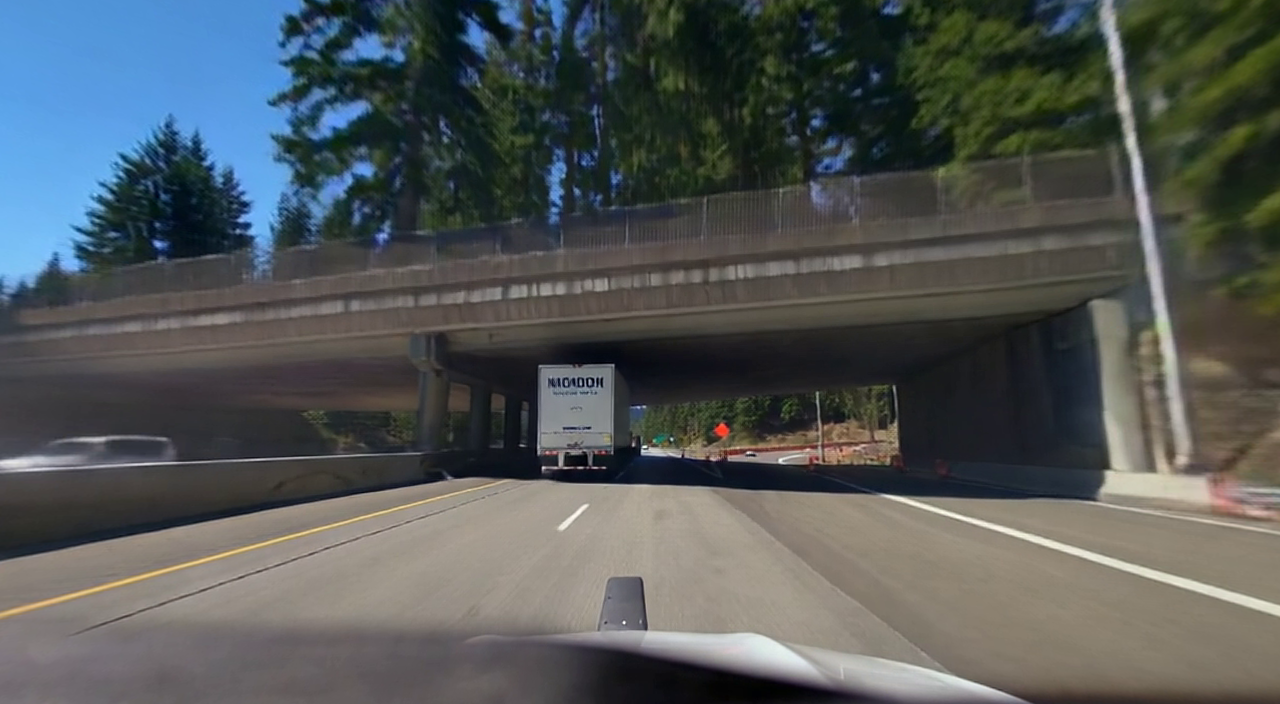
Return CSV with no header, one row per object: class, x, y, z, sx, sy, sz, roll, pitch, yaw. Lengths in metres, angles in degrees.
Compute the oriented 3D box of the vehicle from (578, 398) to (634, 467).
vehicle,-2.029,5.499,42.213,2.845,4.049,10.214,0,-8,2
